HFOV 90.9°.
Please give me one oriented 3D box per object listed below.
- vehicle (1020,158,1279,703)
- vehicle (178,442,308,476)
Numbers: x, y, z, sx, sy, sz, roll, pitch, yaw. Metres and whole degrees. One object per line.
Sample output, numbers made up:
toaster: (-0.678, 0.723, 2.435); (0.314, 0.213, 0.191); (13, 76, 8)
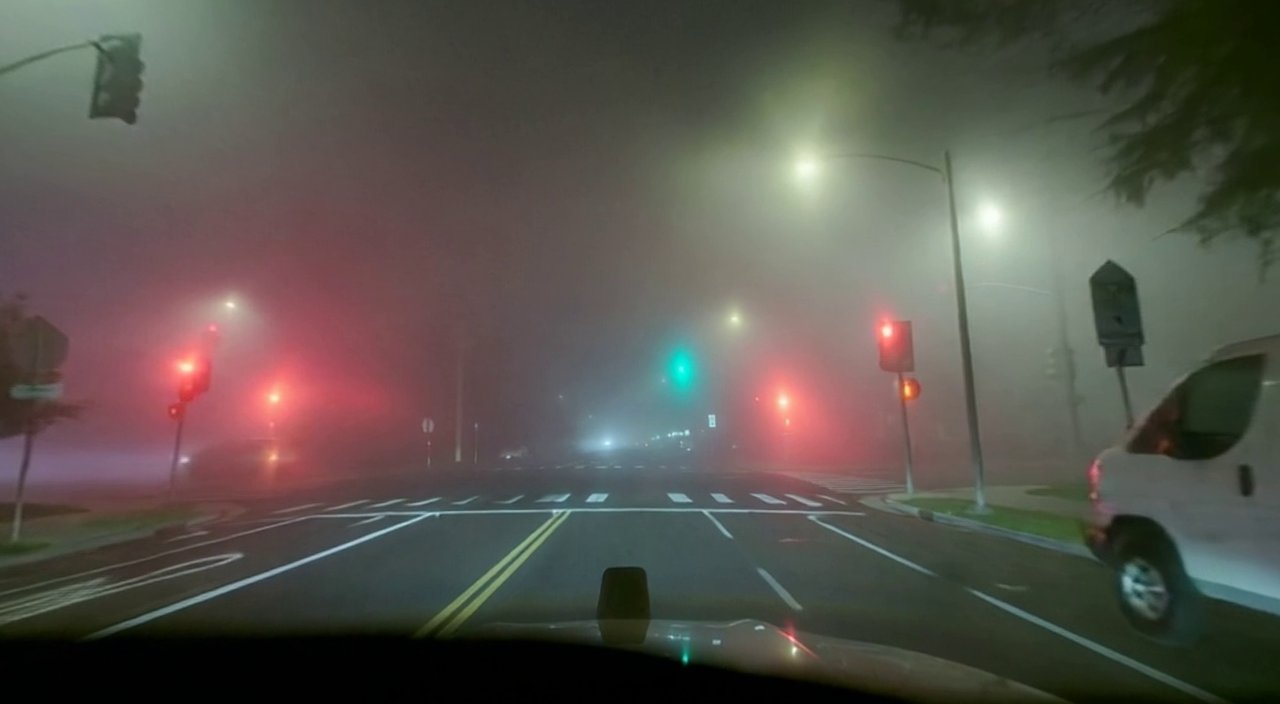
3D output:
vehicle: (4.476, 0.352, 2.729); (2.398, 2.806, 4.857); (0, -8, -2)
vehicle: (-18.020, 4.869, 28.755); (4.606, 1.452, 1.917); (0, -8, 0)
